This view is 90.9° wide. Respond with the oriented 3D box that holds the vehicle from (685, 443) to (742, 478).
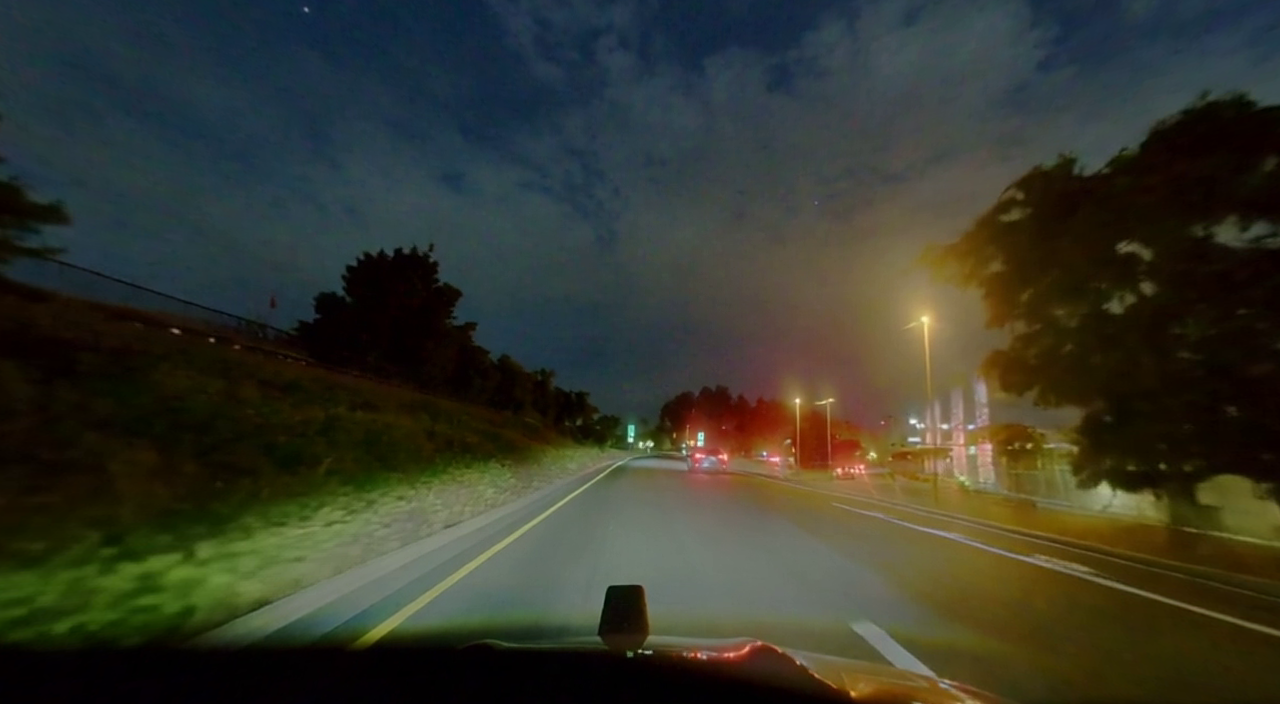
[{"bbox_3d":[3.305,4.975,29.318,1.956,1.473,4.640,0,-8,-2],"label":"vehicle"}]
